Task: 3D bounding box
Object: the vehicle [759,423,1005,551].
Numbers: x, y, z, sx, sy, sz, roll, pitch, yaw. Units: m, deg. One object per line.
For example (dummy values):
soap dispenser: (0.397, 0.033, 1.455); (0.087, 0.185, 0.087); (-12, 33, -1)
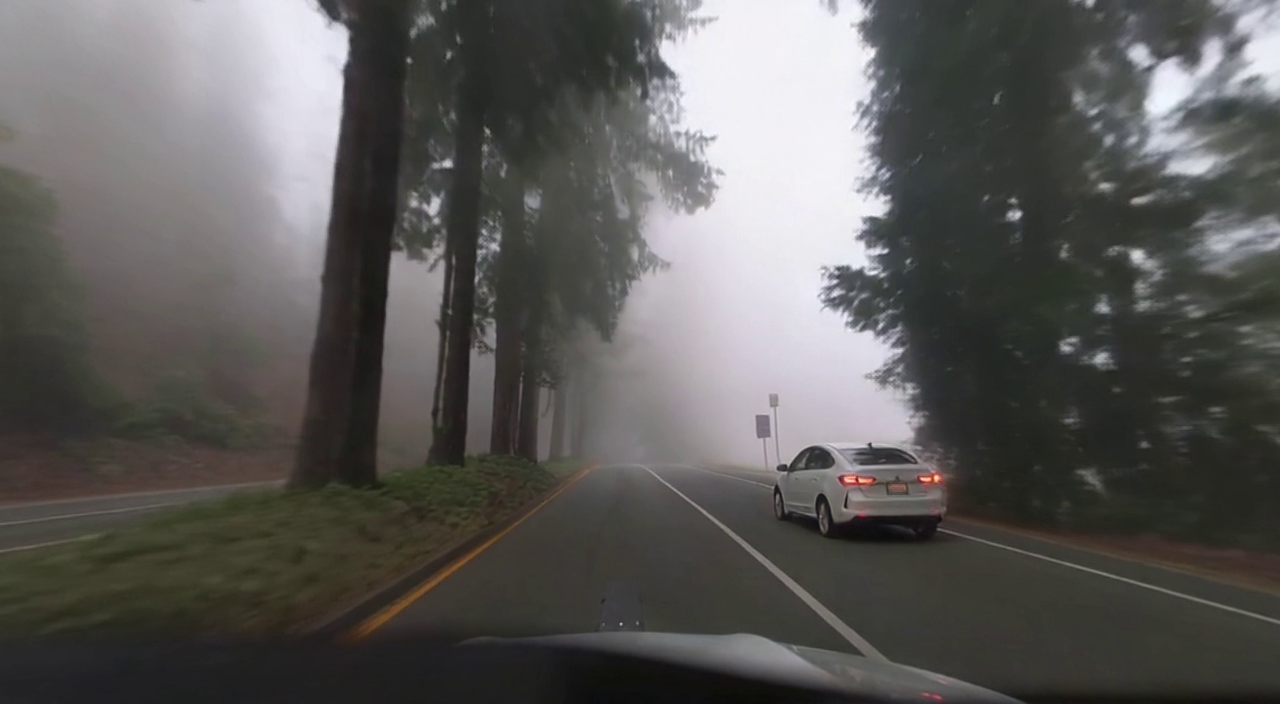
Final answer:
vehicle: (3.493, 2.046, 10.315); (2.060, 1.584, 4.592); (0, -9, -2)
